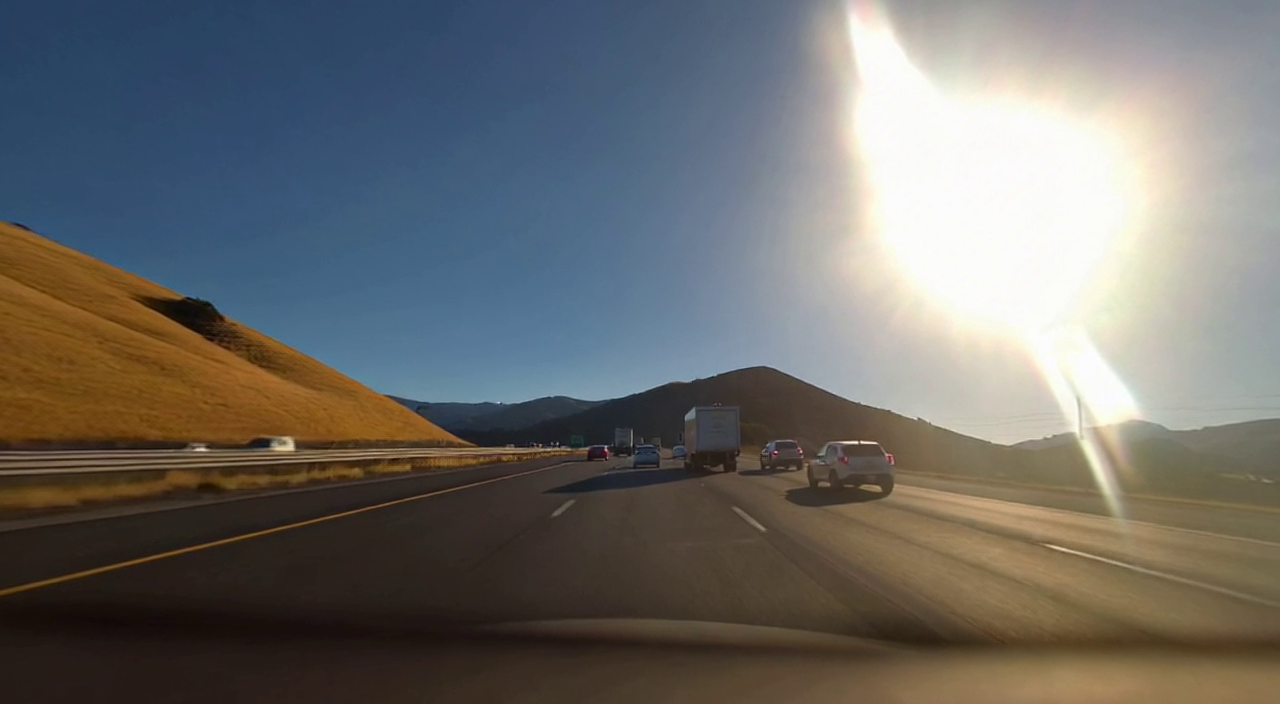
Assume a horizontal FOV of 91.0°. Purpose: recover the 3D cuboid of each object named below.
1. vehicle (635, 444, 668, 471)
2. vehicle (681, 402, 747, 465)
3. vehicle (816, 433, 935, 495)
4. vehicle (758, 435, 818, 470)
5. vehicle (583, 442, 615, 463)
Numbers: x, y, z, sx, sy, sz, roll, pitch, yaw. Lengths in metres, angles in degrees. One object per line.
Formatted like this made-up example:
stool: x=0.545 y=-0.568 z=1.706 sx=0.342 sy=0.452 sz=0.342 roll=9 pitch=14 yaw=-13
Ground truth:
vehicle: x=0.650 y=6.232 z=37.463 sx=1.866 sy=1.492 sz=3.932 roll=0 pitch=-9 yaw=0
vehicle: x=4.643 y=5.536 z=41.848 sx=3.130 sy=3.607 sz=11.129 roll=0 pitch=-9 yaw=0
vehicle: x=7.135 y=3.442 z=19.692 sx=2.044 sy=1.676 sz=4.421 roll=0 pitch=-9 yaw=1
vehicle: x=8.054 y=5.536 z=34.698 sx=2.143 sy=1.775 sz=4.729 roll=0 pitch=-9 yaw=0
vehicle: x=-3.080 y=7.580 z=47.778 sx=2.132 sy=1.506 sz=4.256 roll=0 pitch=-9 yaw=0
